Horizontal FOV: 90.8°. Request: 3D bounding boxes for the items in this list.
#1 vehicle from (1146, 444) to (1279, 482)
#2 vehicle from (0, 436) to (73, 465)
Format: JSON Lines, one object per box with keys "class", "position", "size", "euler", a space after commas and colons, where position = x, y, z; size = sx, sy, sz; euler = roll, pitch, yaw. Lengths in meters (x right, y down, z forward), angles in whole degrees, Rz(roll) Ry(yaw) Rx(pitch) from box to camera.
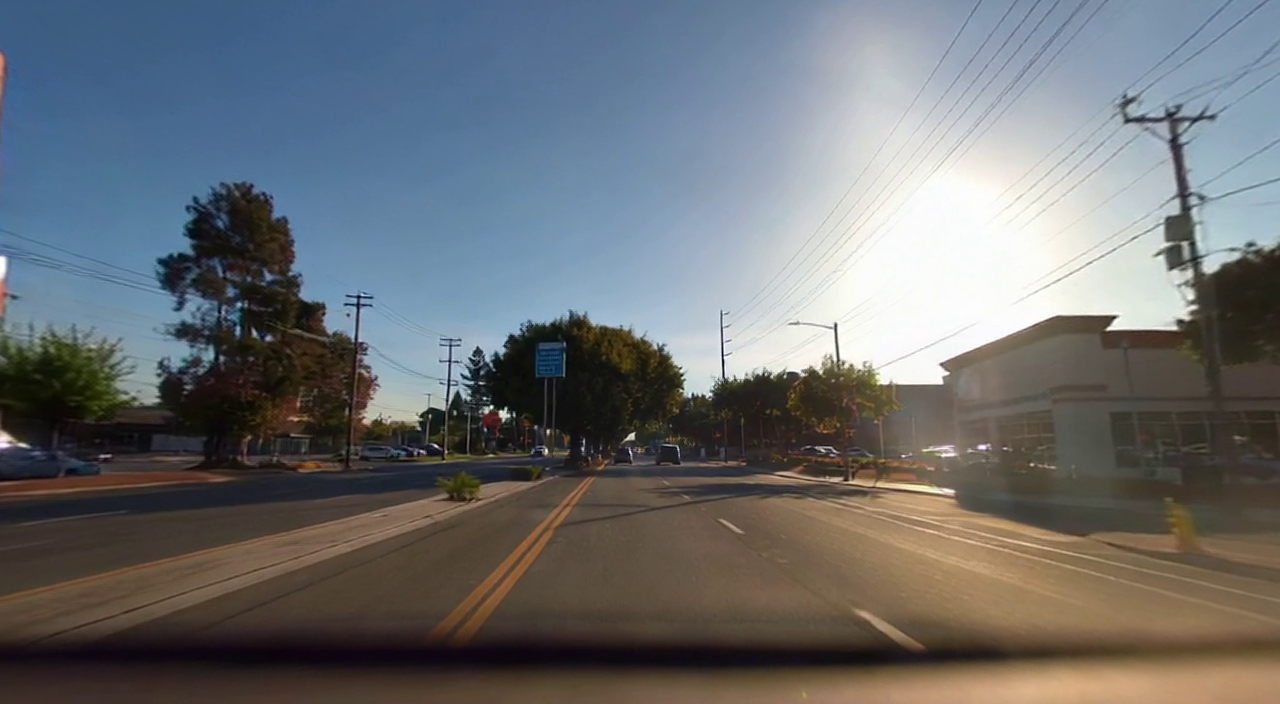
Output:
{"class": "vehicle", "position": [24.492, 4.603, 26.521], "size": [2.066, 1.467, 4.486], "euler": [5, -10, -31]}
{"class": "vehicle", "position": [-46.518, 7.400, 47.734], "size": [2.278, 2.065, 5.344], "euler": [1, -8, 0]}
